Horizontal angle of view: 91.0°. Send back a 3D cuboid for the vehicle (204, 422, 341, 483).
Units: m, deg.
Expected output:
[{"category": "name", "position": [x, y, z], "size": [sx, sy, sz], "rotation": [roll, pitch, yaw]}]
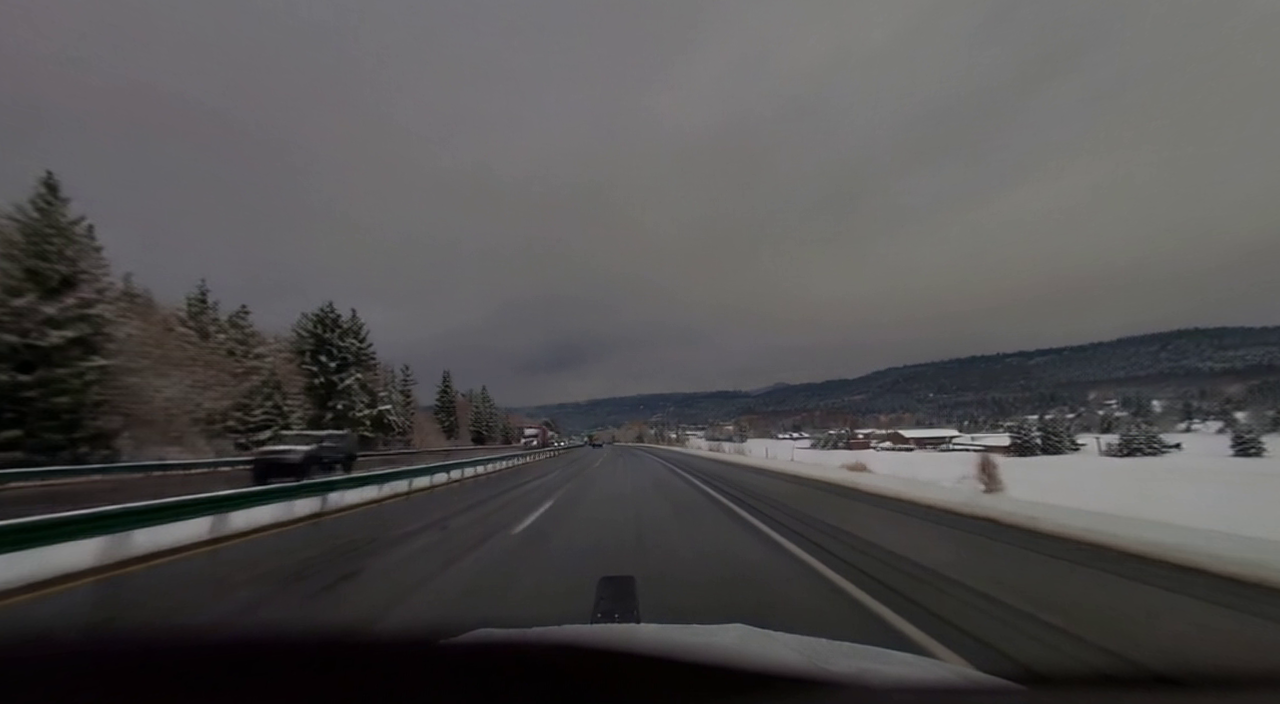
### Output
[{"category": "vehicle", "position": [-13.920, 3.818, 24.327], "size": [2.162, 2.050, 5.301], "rotation": [0, -8, -1]}]
